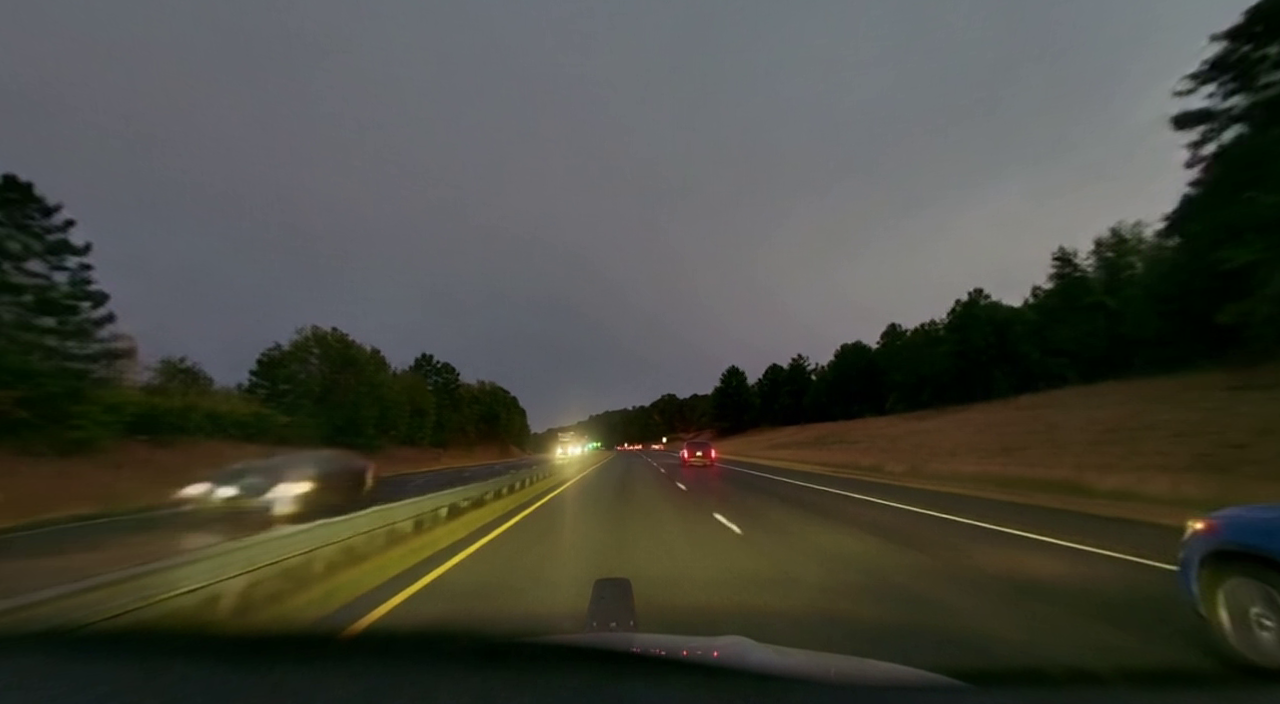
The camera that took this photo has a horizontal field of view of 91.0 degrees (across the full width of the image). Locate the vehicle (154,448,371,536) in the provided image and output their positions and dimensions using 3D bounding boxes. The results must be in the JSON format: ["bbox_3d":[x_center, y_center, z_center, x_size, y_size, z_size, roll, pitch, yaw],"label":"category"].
[{"bbox_3d":[-7.771,2.860,13.625,1.934,1.497,4.552,0,-8,-1],"label":"vehicle"}]

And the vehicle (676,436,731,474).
[{"bbox_3d":[2.983,4.944,30.474,2.043,1.673,4.016,0,-8,-3],"label":"vehicle"}]
